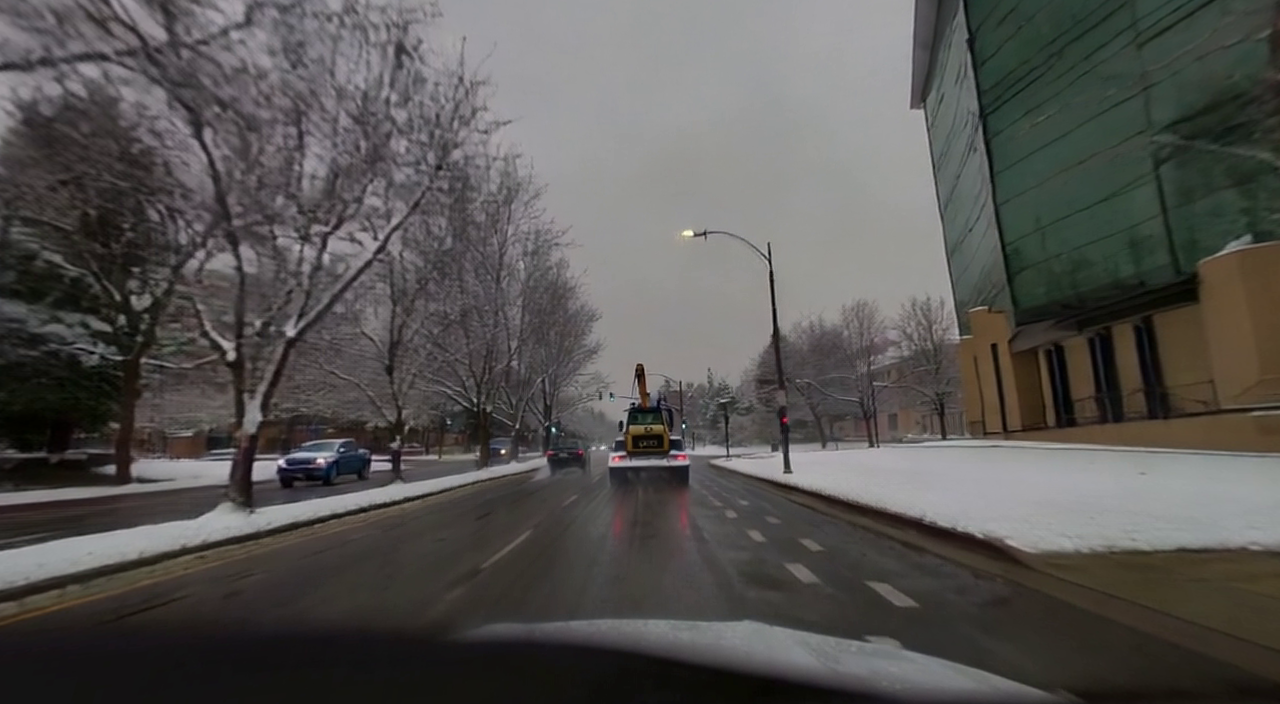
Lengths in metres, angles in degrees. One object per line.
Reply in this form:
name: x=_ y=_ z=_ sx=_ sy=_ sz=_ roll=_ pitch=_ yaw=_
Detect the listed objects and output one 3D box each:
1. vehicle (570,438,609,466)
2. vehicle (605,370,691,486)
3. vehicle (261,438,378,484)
vehicle: x=-3.157 y=6.347 z=40.088 sx=2.081 sy=1.688 sz=4.235 roll=0 pitch=-9 yaw=0
vehicle: x=0.210 y=3.086 z=24.462 sx=2.552 sy=3.461 sz=11.044 roll=-1 pitch=-8 yaw=0
vehicle: x=-14.969 y=5.127 z=30.037 sx=2.225 sy=1.946 sz=6.187 roll=0 pitch=-9 yaw=1
